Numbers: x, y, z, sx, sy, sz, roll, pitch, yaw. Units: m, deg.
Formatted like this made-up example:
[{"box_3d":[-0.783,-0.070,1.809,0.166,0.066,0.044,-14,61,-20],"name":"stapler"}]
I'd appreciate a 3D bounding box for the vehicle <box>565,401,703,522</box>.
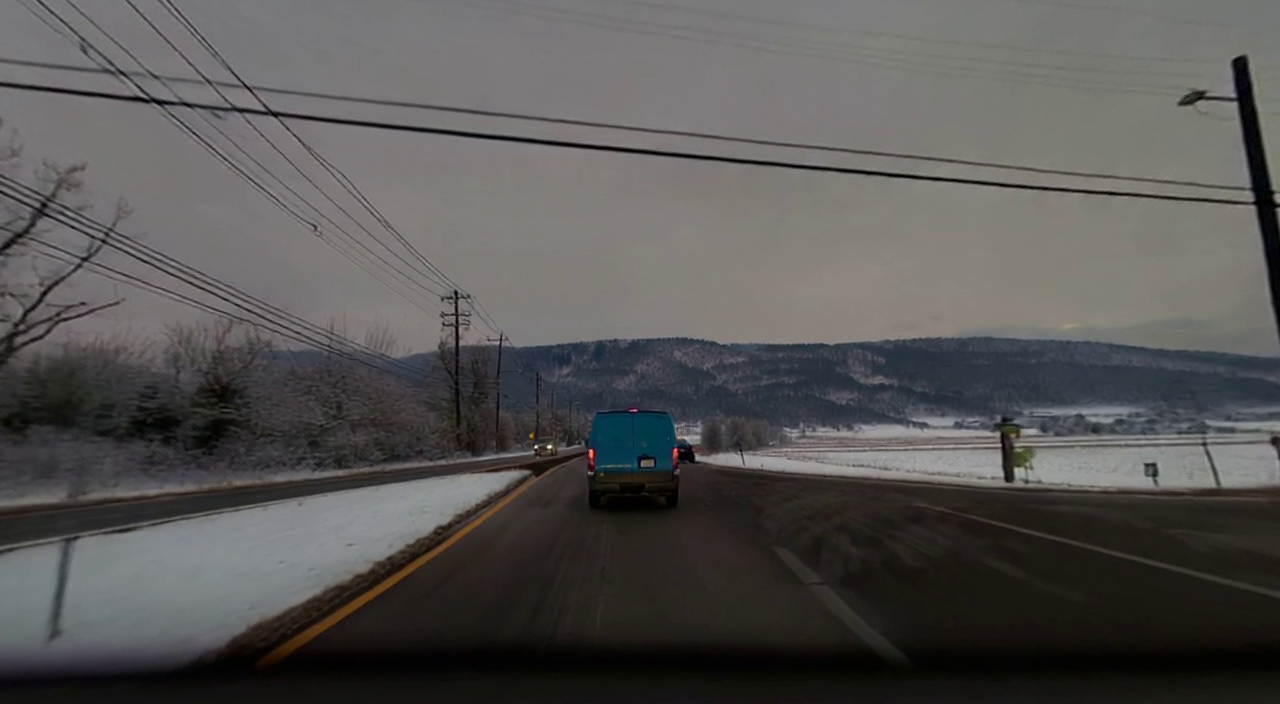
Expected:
[{"box_3d":[-0.193,2.293,13.622,2.454,2.144,4.535,0,-8,-2],"name":"vehicle"}]
